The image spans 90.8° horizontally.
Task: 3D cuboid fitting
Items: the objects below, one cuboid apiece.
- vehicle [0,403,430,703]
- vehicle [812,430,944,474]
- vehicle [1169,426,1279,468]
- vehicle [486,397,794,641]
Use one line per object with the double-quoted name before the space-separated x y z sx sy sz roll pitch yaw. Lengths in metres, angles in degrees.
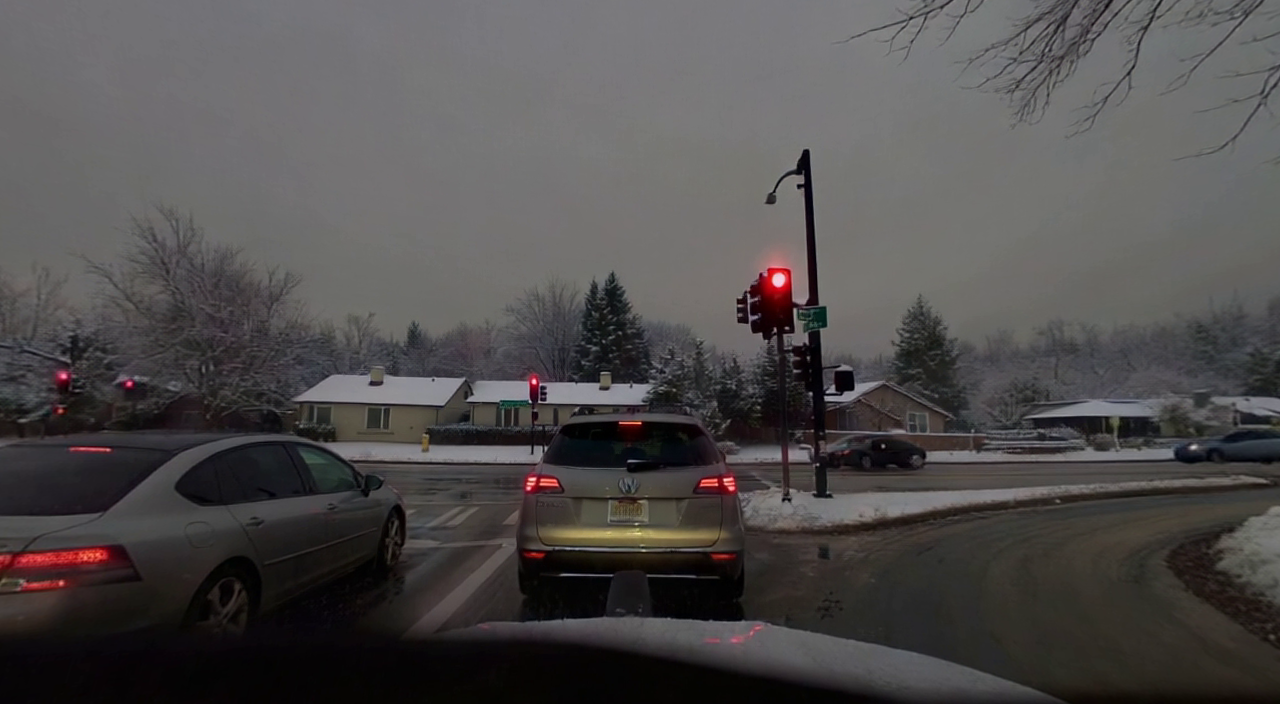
"vehicle" -3.294 1.278 4.719 2.035 1.492 4.415 0 -9 -2
"vehicle" 10.061 4.274 27.078 4.887 1.769 2.035 -1 -9 6
"vehicle" 24.700 3.841 25.535 4.670 1.616 1.926 -1 -9 6
"vehicle" -0.140 1.472 6.564 2.154 1.670 4.140 1 -9 -4
